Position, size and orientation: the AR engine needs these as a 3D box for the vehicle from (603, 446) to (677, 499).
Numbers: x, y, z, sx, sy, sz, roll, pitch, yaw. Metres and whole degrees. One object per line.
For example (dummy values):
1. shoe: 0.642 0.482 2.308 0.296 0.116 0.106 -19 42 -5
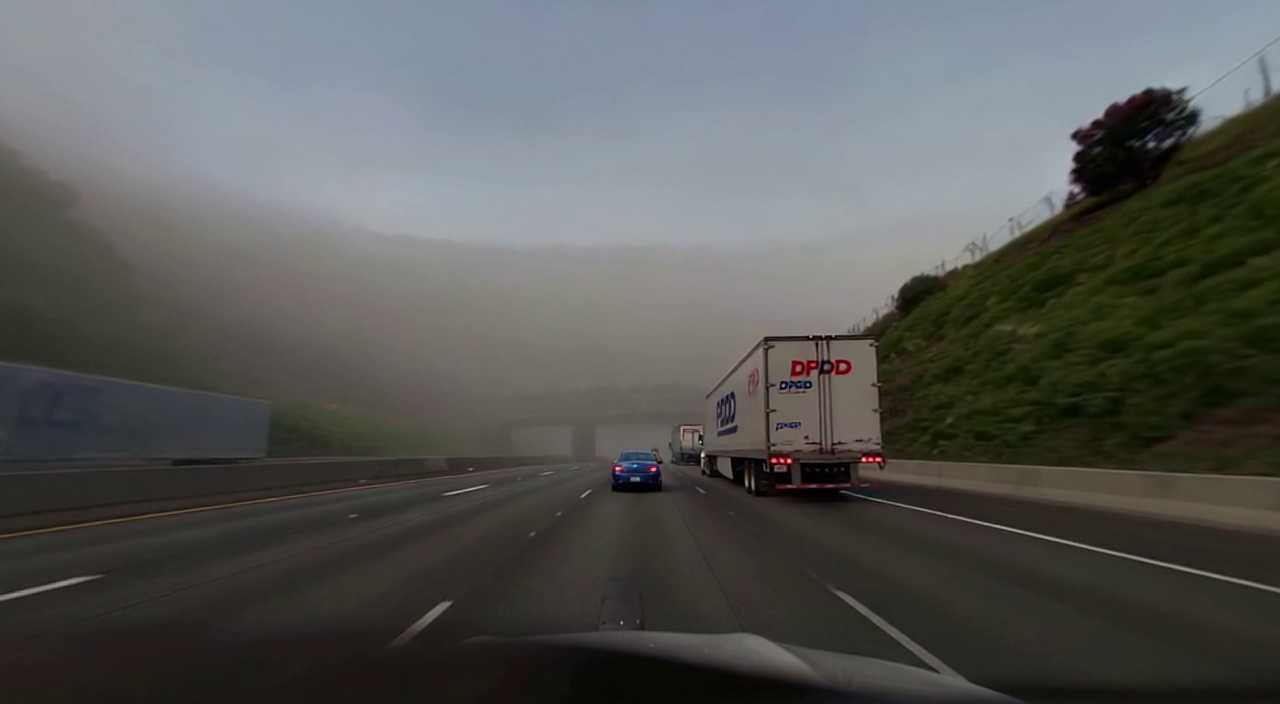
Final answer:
1. vehicle: -0.005 3.607 19.206 2.029 1.437 3.794 0 -9 0

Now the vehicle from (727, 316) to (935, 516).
1. vehicle: 4.320 1.874 16.676 2.802 3.956 8.291 0 -9 0

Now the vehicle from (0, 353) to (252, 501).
1. vehicle: -19.147 2.669 21.189 3.069 4.019 14.382 0 -9 0
